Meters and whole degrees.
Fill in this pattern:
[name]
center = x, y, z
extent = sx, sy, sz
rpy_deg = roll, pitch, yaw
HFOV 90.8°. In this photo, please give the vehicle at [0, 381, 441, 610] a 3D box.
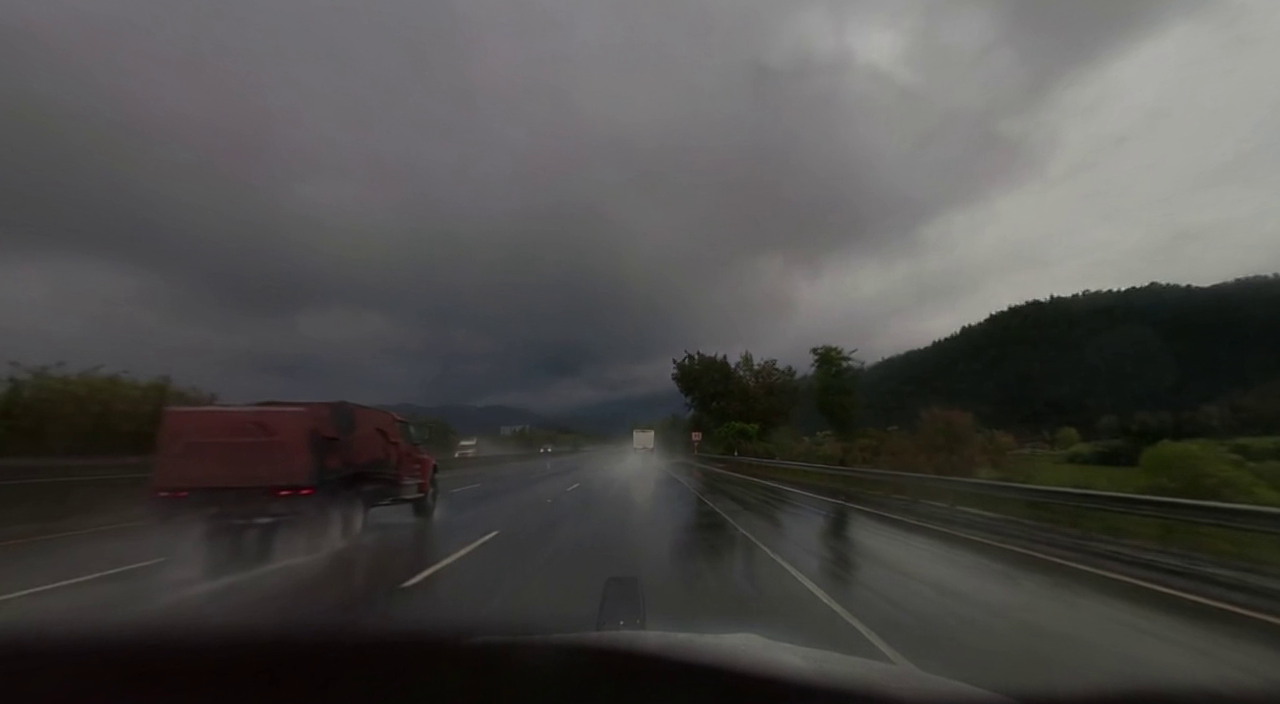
[vehicle]
center = -3.961, 1.385, 6.834
extent = 2.216, 1.678, 4.204
rpy_deg = 0, -9, 0
